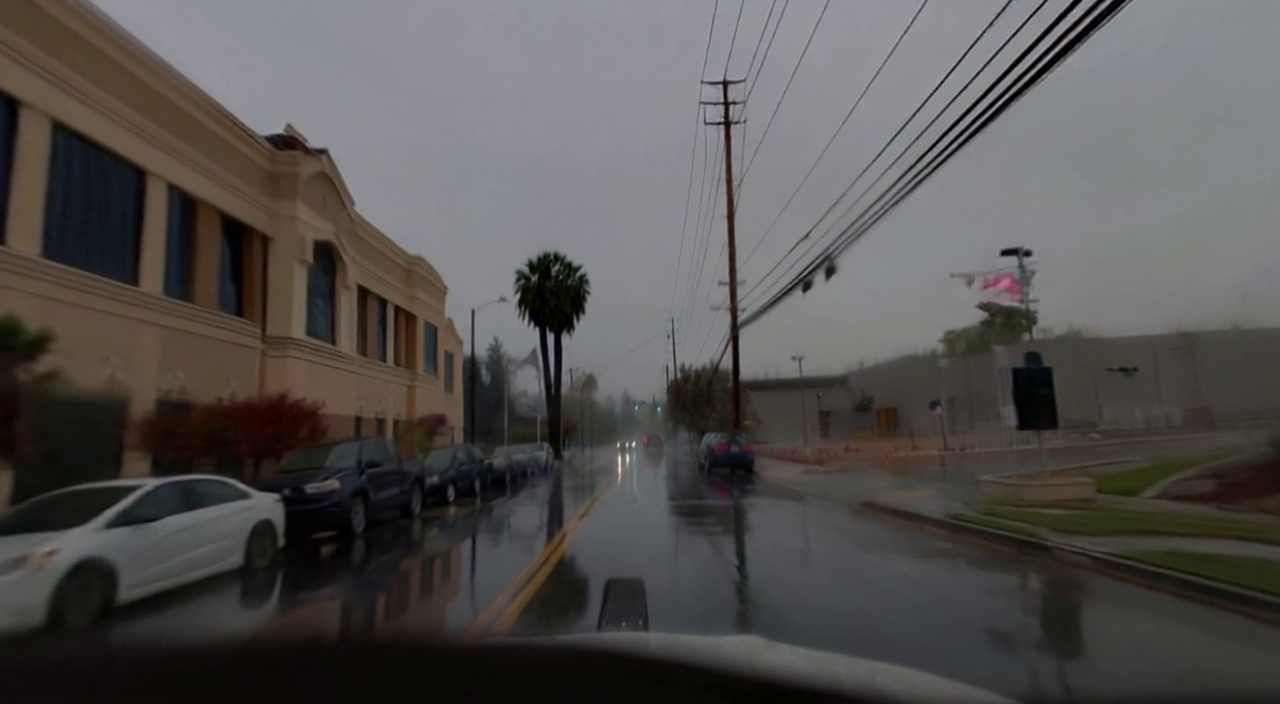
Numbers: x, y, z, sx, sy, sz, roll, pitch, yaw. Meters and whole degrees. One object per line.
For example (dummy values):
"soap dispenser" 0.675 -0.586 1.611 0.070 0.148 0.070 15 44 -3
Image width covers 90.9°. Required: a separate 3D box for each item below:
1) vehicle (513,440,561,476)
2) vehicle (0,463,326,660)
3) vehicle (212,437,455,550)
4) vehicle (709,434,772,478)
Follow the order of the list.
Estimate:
"vehicle" -5.755 5.930 35.767 2.126 1.864 4.831 0 -8 -2
"vehicle" -5.960 2.150 7.570 1.982 1.453 4.577 0 -8 1
"vehicle" -5.815 2.698 12.993 2.286 1.836 5.088 -1 -8 2
"vehicle" 3.994 4.210 25.774 1.948 1.607 4.873 0 -8 2
